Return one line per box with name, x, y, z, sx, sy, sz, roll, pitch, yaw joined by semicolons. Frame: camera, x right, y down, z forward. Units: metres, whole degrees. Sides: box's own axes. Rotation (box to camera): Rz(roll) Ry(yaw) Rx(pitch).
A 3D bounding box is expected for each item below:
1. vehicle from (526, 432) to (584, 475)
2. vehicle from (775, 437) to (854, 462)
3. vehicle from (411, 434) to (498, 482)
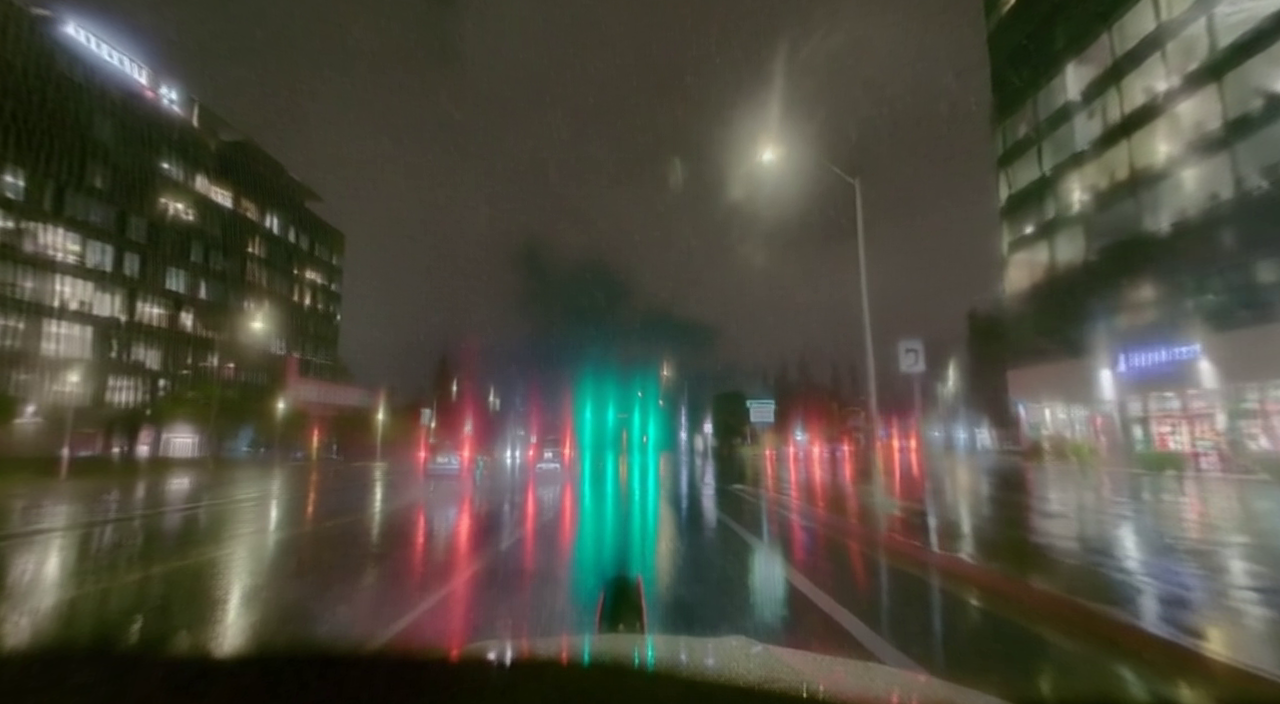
vehicle;-3.694;4.513;28.247;2.052;1.729;4.195;0;-9;0
vehicle;11.161;6.267;40.678;4.513;1.541;1.948;-1;-9;5
vehicle;-6.846;3.963;23.878;1.909;1.605;4.561;0;-9;0
